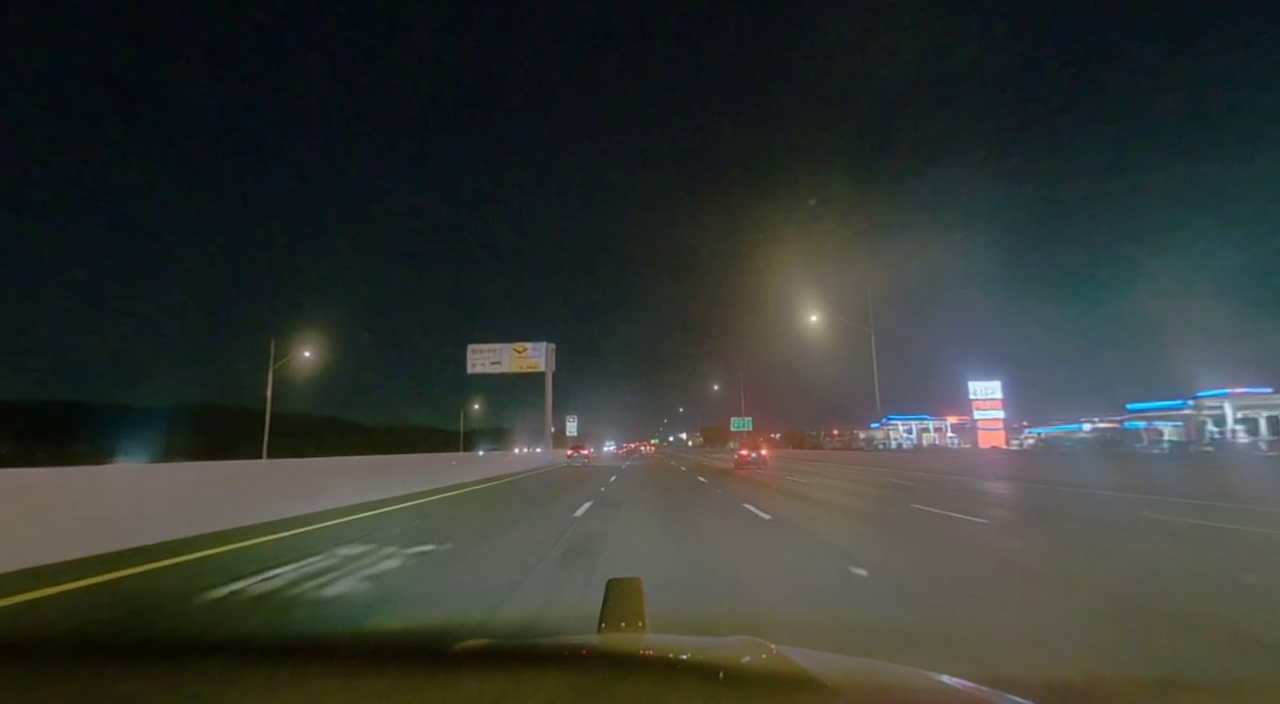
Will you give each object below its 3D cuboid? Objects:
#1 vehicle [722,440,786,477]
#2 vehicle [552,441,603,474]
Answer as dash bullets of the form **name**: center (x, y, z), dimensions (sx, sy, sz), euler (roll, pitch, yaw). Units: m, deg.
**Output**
- **vehicle**: center (4.850, 4.600, 27.518), dimensions (1.909, 1.467, 4.940), euler (-1, -8, 0)
- **vehicle**: center (-3.062, 5.257, 31.747), dimensions (2.114, 1.510, 4.186), euler (-1, -9, 1)
